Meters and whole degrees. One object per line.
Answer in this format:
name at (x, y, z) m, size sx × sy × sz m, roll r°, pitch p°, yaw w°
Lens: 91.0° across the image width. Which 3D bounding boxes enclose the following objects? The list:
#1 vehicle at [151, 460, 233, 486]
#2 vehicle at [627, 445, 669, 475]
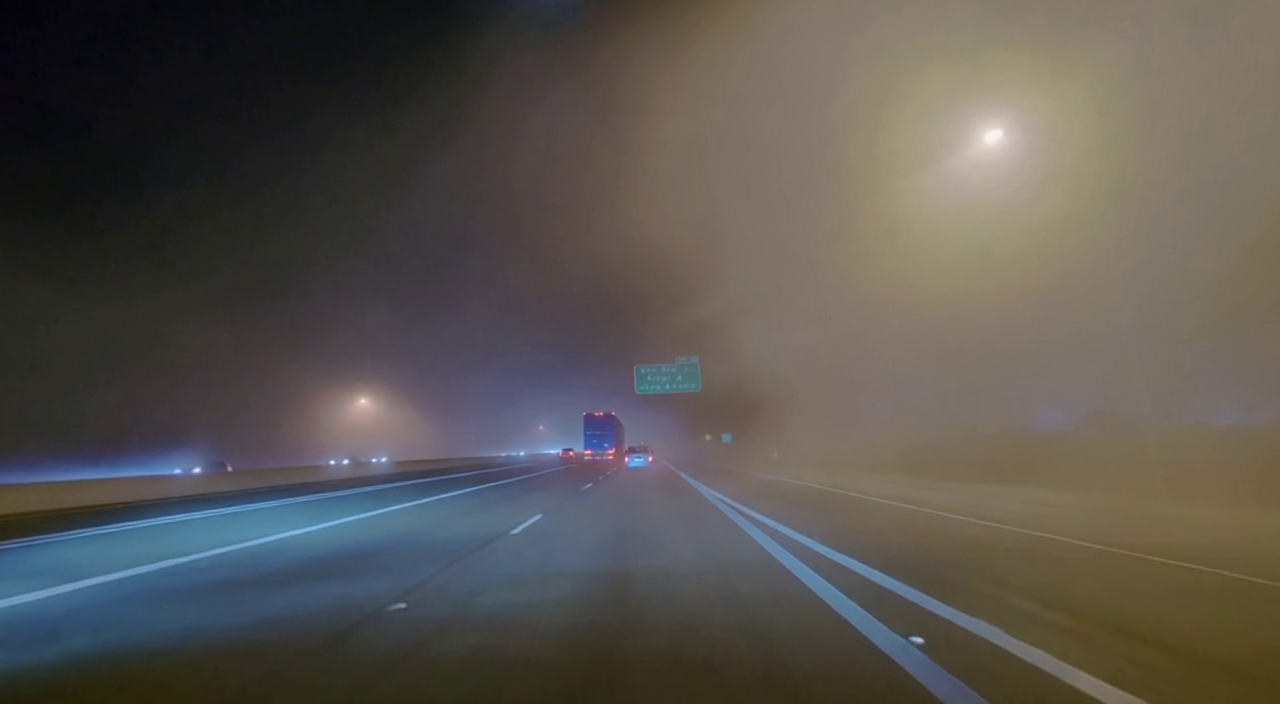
vehicle at (-31.046, 8.355, 43.839) m, size 1.997 × 1.578 × 4.861 m, roll 0°, pitch -9°, yaw 1°
vehicle at (0.367, 5.662, 33.282) m, size 2.066 × 1.469 × 4.050 m, roll 0°, pitch -9°, yaw -1°
